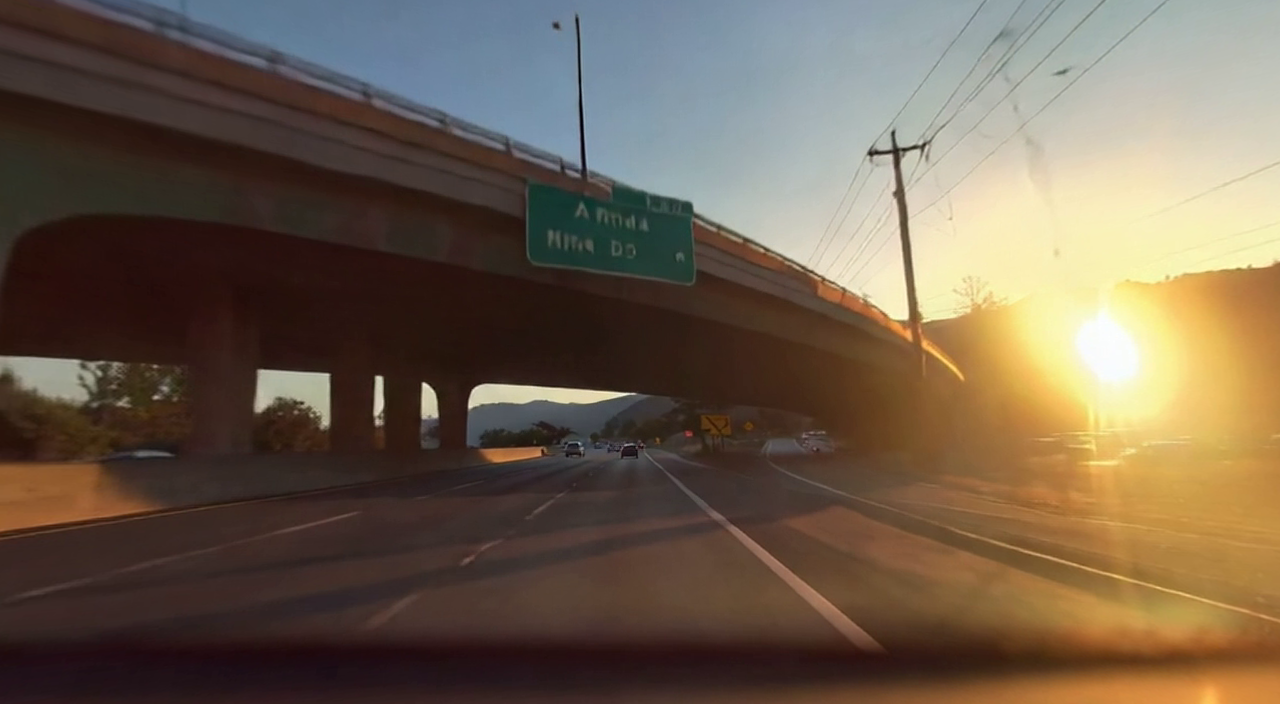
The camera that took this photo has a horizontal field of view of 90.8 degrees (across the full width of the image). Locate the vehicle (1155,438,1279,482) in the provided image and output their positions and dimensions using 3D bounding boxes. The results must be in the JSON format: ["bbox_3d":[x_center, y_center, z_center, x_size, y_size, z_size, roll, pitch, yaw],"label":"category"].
[{"bbox_3d":[27.134,4.608,27.757,2.662,1.574,14.296,-5,-9,21],"label":"vehicle"}]
